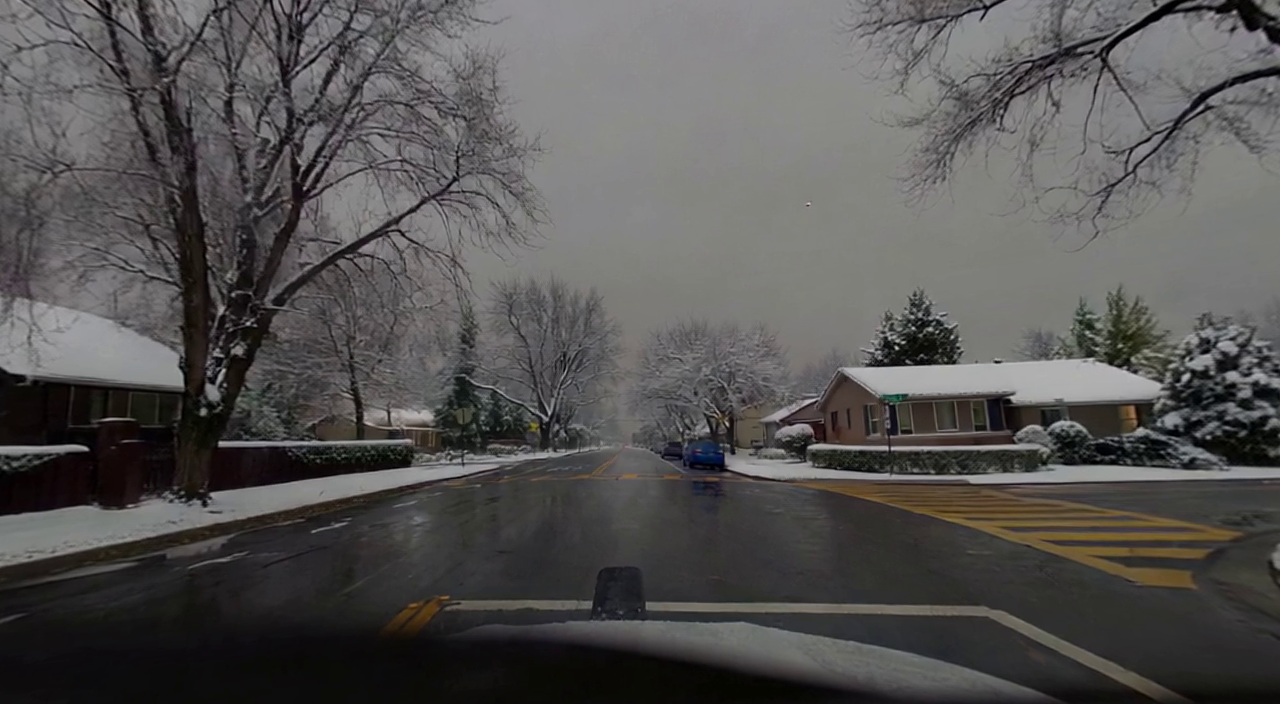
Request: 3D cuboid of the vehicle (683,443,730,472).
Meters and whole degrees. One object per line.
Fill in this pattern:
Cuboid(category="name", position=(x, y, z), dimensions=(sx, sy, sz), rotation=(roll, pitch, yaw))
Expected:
Cuboid(category="vehicle", position=(3.562, 5.770, 34.639), dimensions=(1.961, 1.472, 4.434), rotation=(0, -9, -2))
